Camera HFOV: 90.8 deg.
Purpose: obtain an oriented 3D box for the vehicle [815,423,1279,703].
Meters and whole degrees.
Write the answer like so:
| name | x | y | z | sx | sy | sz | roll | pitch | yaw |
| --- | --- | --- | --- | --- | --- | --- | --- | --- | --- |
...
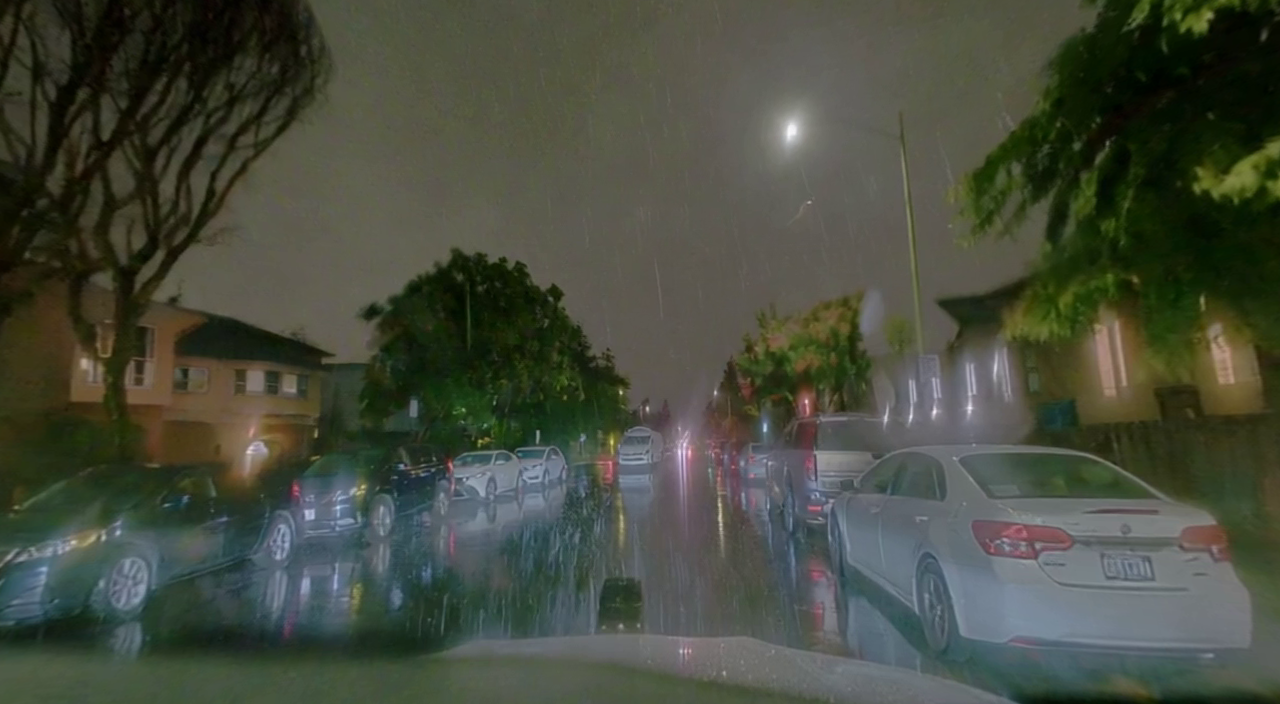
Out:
| name | x | y | z | sx | sy | sz | roll | pitch | yaw |
| --- | --- | --- | --- | --- | --- | --- | --- | --- | --- |
| vehicle | 2.922 | 1.370 | 4.969 | 1.992 | 1.456 | 4.610 | 0 | -8 | 3 |

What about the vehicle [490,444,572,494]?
| name | x | y | z | sx | sy | sz | roll | pitch | yaw |
| --- | --- | --- | --- | --- | --- | --- | --- | --- | --- |
| vehicle | -4.270 | 4.669 | 25.774 | 2.002 | 1.781 | 5.380 | -1 | -8 | 4 |

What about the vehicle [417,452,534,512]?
| name | x | y | z | sx | sy | sz | roll | pitch | yaw |
| --- | --- | --- | --- | --- | --- | --- | --- | --- | --- |
| vehicle | -4.658 | 3.723 | 18.701 | 1.861 | 1.474 | 4.749 | -1 | -8 | 5 |

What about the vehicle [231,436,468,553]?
| name | x | y | z | sx | sy | sz | roll | pitch | yaw |
| --- | --- | --- | --- | --- | --- | --- | --- | --- | --- |
| vehicle | -5.277 | 2.617 | 12.501 | 2.203 | 1.815 | 4.972 | 0 | -8 | 1 |

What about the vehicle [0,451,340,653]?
| name | x | y | z | sx | sy | sz | roll | pitch | yaw |
| --- | --- | --- | --- | --- | --- | --- | --- | --- | --- |
| vehicle | -5.533 | 1.919 | 7.239 | 1.855 | 1.510 | 4.406 | 0 | -8 | 3 |

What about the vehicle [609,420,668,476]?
| name | x | y | z | sx | sy | sz | roll | pitch | yaw |
| --- | --- | --- | --- | --- | --- | --- | --- | --- | --- |
| vehicle | 0.064 | 5.537 | 36.401 | 2.716 | 2.887 | 6.781 | -1 | -8 | 5 |
